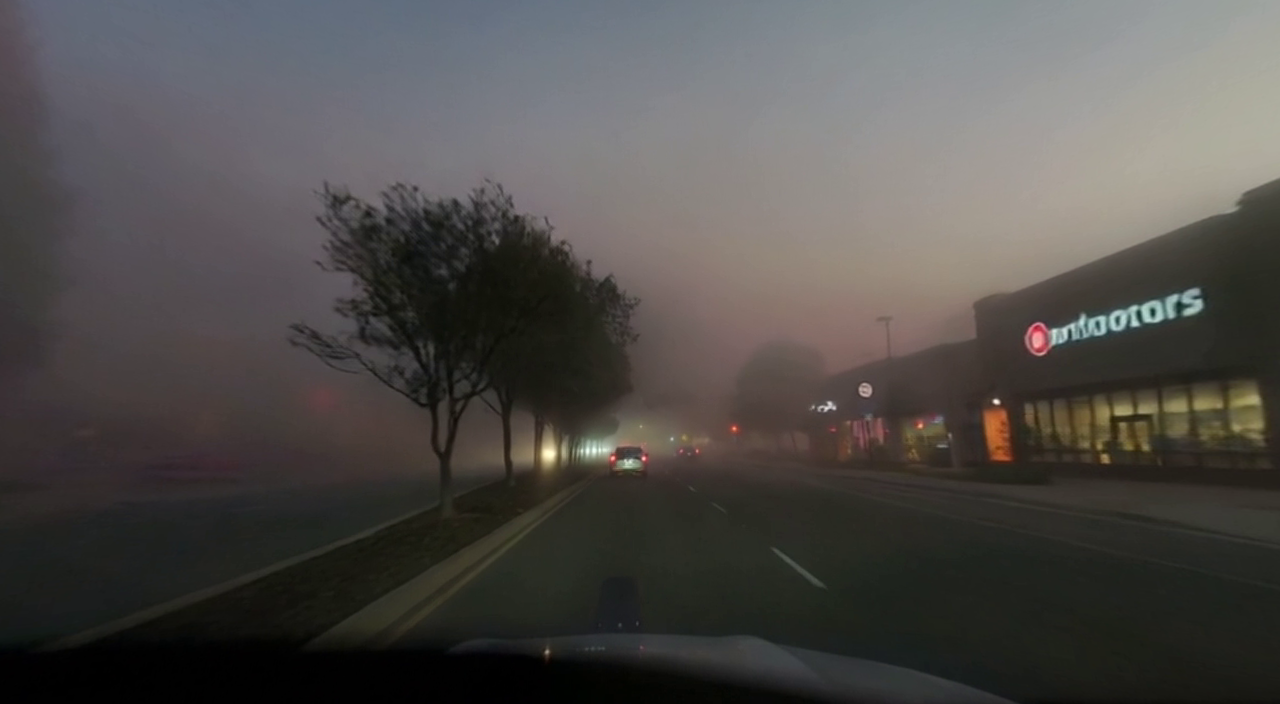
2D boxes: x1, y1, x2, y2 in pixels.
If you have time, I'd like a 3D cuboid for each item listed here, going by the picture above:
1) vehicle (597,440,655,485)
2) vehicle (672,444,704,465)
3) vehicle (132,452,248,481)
[{"bbox_3d":[-0.503,4.051,23.408,2.006,1.487,3.535,0,-9,-1],"label":"vehicle"},{"bbox_3d":[3.497,7.545,46.663,1.910,1.474,4.003,0,-9,-2],"label":"vehicle"},{"bbox_3d":[-23.208,5.911,32.745,4.472,1.412,1.891,0,-9,-3],"label":"vehicle"}]
